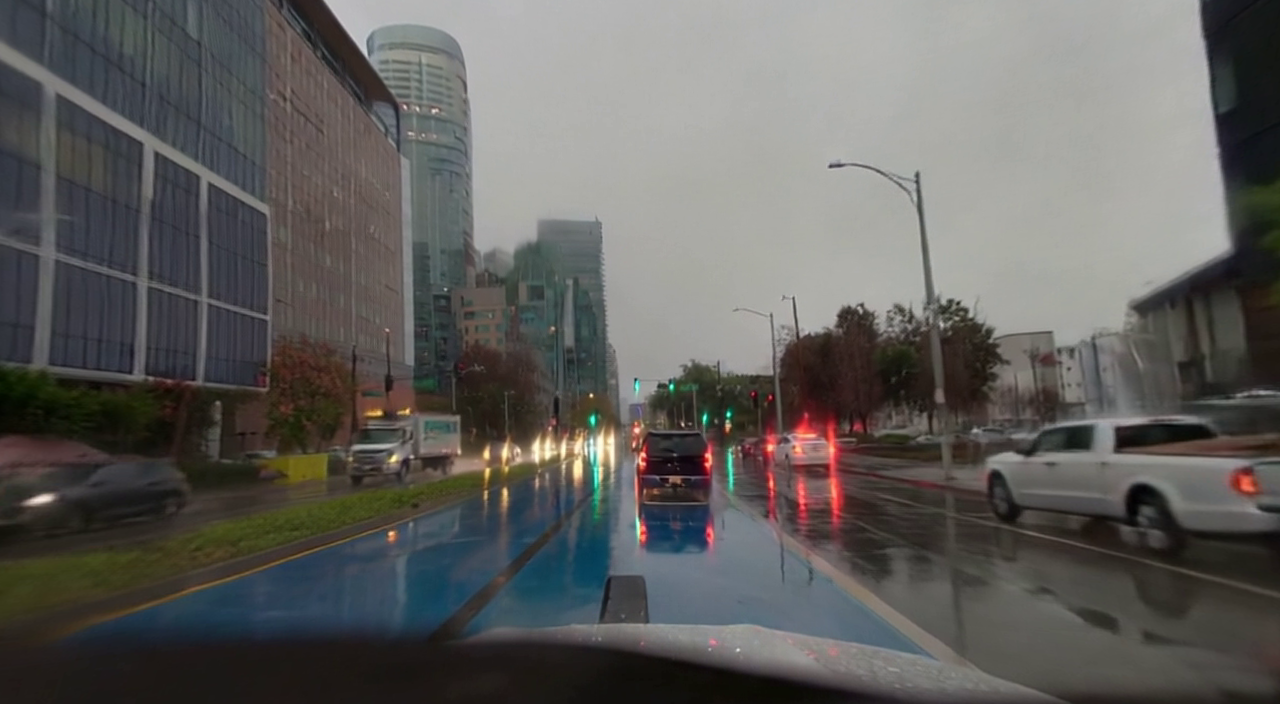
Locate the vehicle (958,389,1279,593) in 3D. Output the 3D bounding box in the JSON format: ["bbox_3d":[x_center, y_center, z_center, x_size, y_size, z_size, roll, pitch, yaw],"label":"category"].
[{"bbox_3d":[6.659,1.617,8.326,2.088,1.761,5.697,0,-9,2],"label":"vehicle"}]

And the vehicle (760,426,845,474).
[{"bbox_3d":[6.761,4.152,26.899,2.205,1.823,5.078,0,-9,0],"label":"vehicle"}]

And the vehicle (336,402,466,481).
[{"bbox_3d":[-13.327,5.256,36.706,3.101,3.878,10.902,0,-9,1],"label":"vehicle"}]

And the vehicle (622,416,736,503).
[{"bbox_3d":[0.744,2.549,15.260,2.283,1.773,4.255,0,-9,-3],"label":"vehicle"}]

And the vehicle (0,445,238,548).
[{"bbox_3d":[-11.300,2.919,13.613,2.191,1.763,5.059,0,-9,-4],"label":"vehicle"}]
